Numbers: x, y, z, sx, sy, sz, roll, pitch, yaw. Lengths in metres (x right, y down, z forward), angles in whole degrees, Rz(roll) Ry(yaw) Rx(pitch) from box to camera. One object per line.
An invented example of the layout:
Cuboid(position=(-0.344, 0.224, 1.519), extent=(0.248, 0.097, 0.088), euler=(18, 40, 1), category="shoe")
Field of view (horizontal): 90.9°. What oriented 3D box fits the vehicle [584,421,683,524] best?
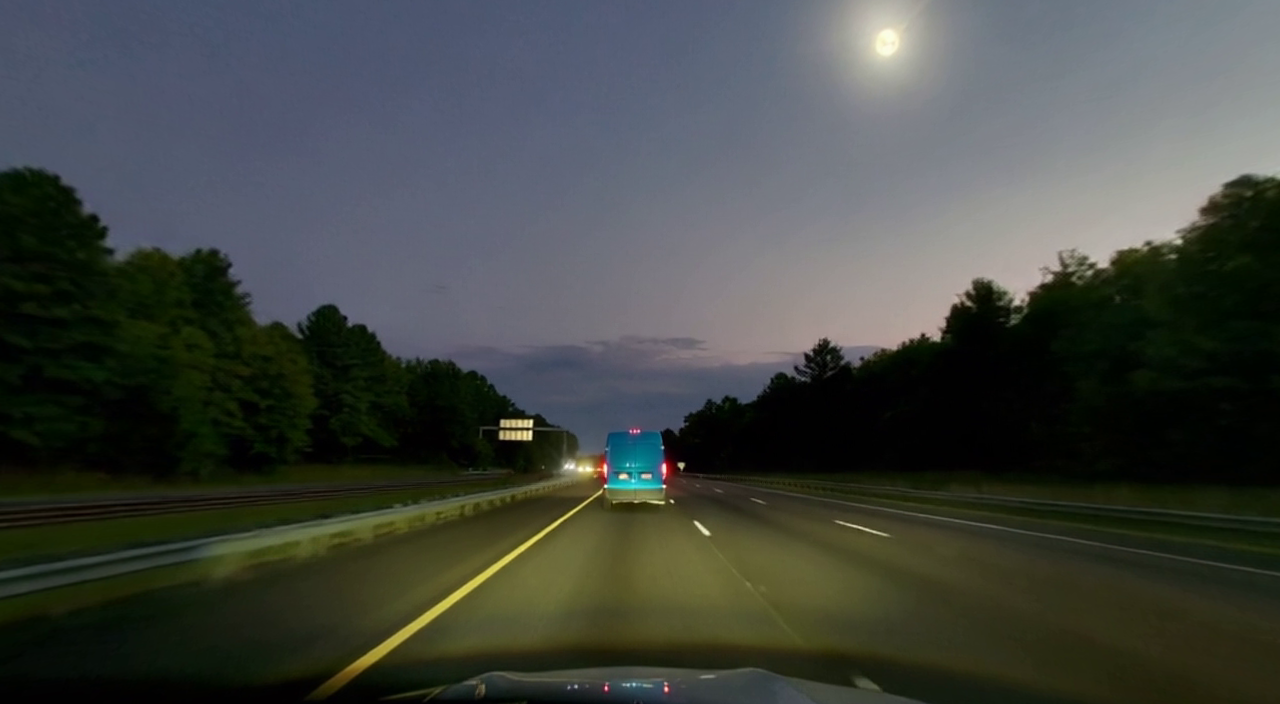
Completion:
Cuboid(position=(-0.240, 3.464, 18.370), extent=(2.375, 2.432, 6.161), euler=(1, -10, -2), category="vehicle")
